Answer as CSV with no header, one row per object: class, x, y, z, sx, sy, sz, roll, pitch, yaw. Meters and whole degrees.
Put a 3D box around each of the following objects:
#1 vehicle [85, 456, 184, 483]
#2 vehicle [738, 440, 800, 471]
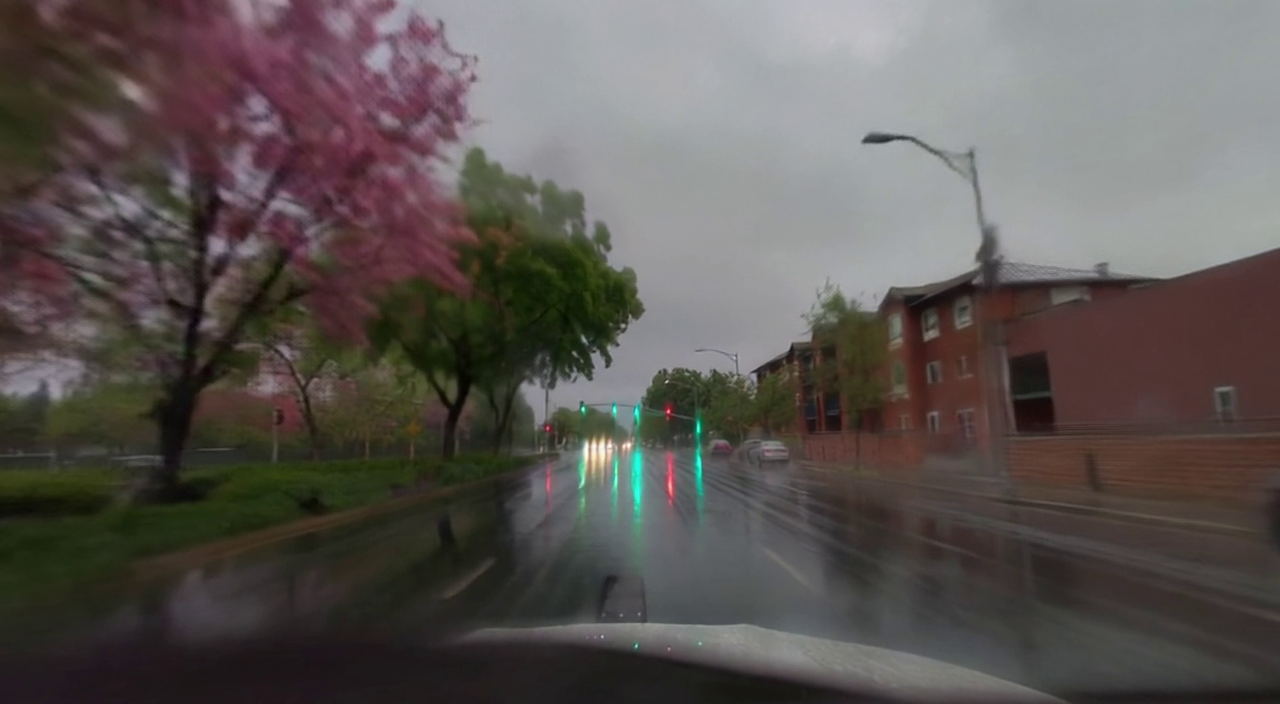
vehicle,-34.970,8.104,43.891,1.985,1.691,5.024,-3,-9,16
vehicle,6.500,5.279,32.385,1.891,1.456,4.909,0,-8,-3
